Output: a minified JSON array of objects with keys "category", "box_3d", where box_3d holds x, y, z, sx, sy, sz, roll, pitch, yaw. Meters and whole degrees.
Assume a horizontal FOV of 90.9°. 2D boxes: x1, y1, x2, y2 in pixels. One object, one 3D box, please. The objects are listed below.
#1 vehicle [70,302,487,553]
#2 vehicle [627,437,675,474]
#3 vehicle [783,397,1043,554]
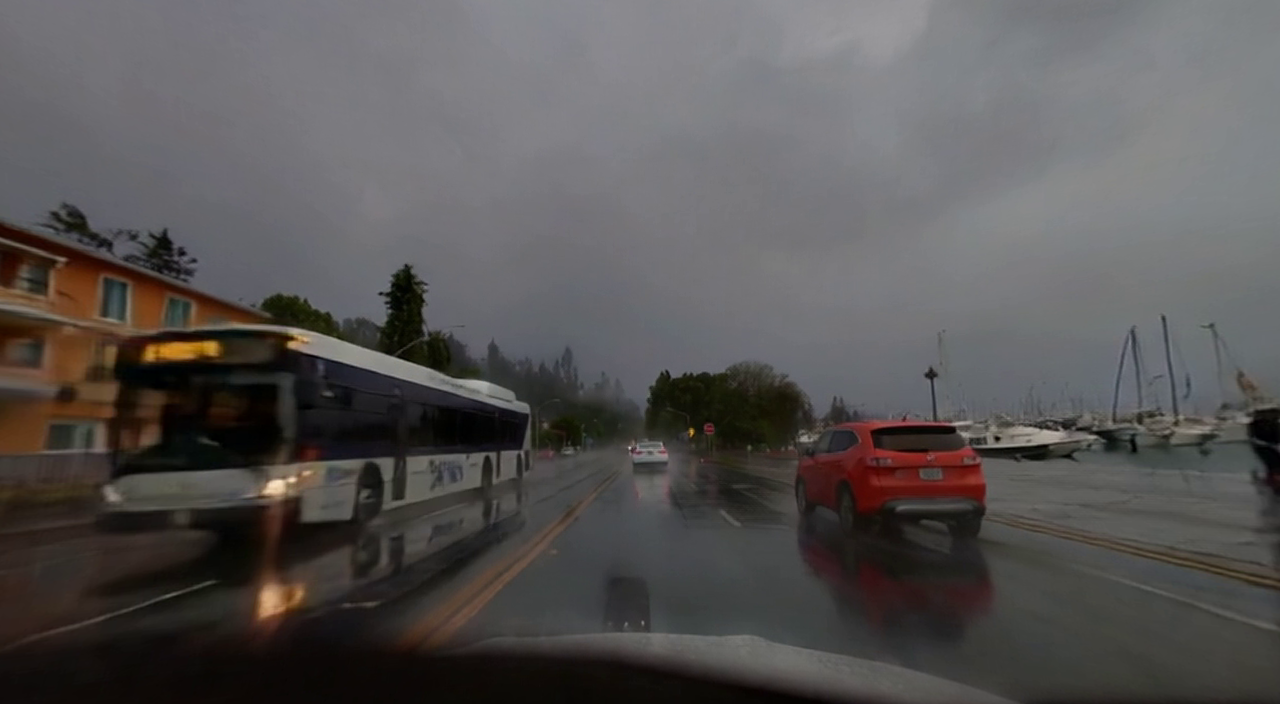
[{"category":"vehicle","box_3d":[-6.271,1.741,13.851,3.102,3.524,9.830,-1,-8,1]},{"category":"vehicle","box_3d":[0.472,4.893,30.094,2.132,1.632,3.838,0,-8,0]},{"category":"vehicle","box_3d":[3.695,1.764,9.643,2.000,1.809,4.405,-1,-8,0]}]
